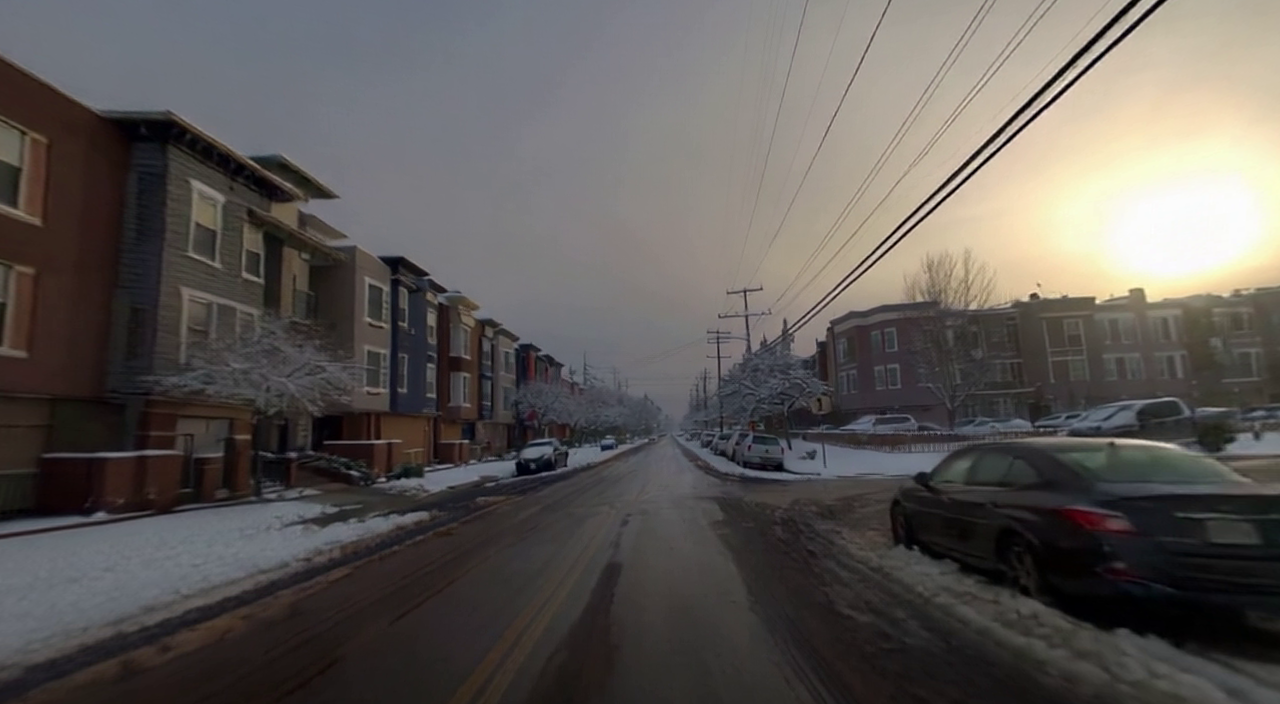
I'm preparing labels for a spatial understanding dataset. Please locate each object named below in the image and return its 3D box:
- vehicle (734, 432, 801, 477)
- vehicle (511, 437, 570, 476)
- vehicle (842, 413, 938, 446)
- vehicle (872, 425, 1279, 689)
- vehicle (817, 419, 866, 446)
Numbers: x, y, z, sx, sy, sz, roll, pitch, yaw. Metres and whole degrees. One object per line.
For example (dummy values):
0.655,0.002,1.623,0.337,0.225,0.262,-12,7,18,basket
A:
4.908,3.998,24.849,1.914,1.591,3.892,0,-8,1,vehicle
-4.570,4.868,29.570,1.913,1.672,4.267,-1,-8,3,vehicle
15.000,4.762,38.318,2.152,1.875,5.778,3,-8,-18,vehicle
3.970,1.471,5.894,1.928,1.440,4.738,0,-8,2,vehicle
14.126,5.711,44.420,2.000,1.792,4.666,0,-8,1,vehicle
